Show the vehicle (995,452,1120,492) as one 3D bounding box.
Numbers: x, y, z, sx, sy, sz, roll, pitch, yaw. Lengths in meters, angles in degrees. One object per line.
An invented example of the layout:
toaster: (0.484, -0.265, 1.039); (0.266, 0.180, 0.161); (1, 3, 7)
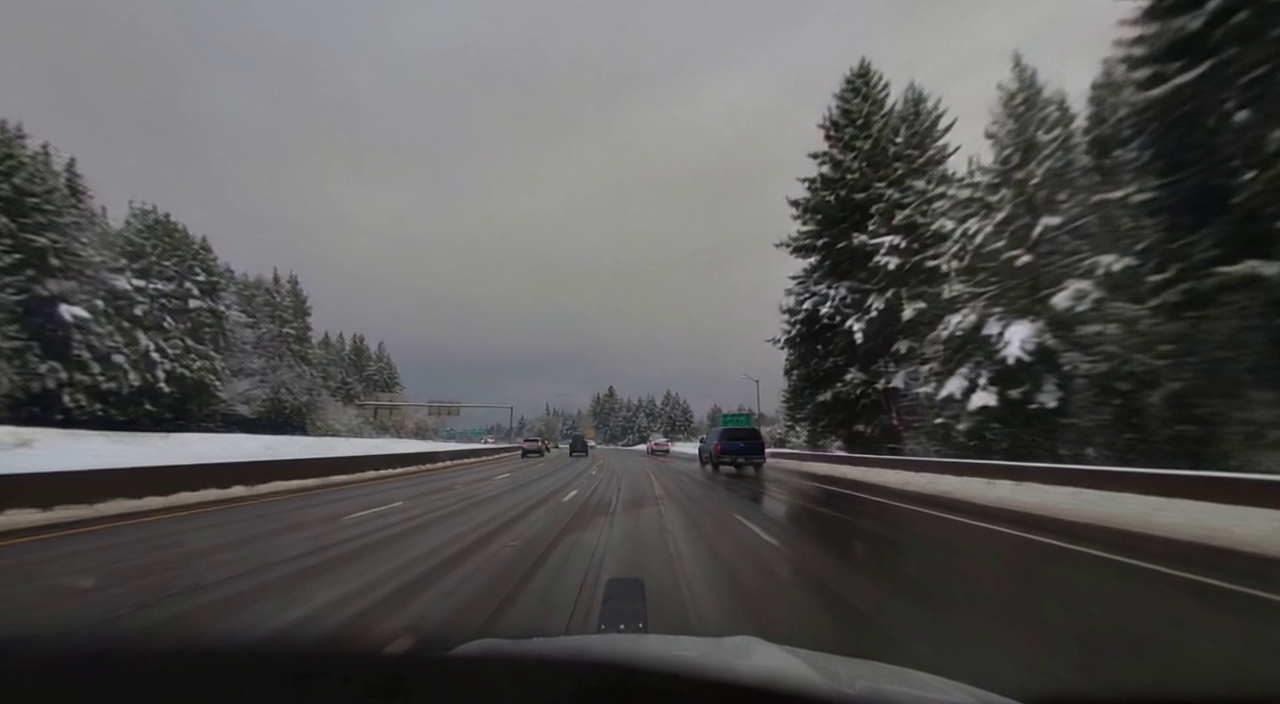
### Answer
vehicle: (18.736, 5.369, 28.642); (2.033, 1.580, 4.752); (1, -8, -7)

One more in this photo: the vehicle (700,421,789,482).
vehicle: (3.323, 3.273, 20.995); (2.043, 1.795, 4.347); (0, -8, -2)
